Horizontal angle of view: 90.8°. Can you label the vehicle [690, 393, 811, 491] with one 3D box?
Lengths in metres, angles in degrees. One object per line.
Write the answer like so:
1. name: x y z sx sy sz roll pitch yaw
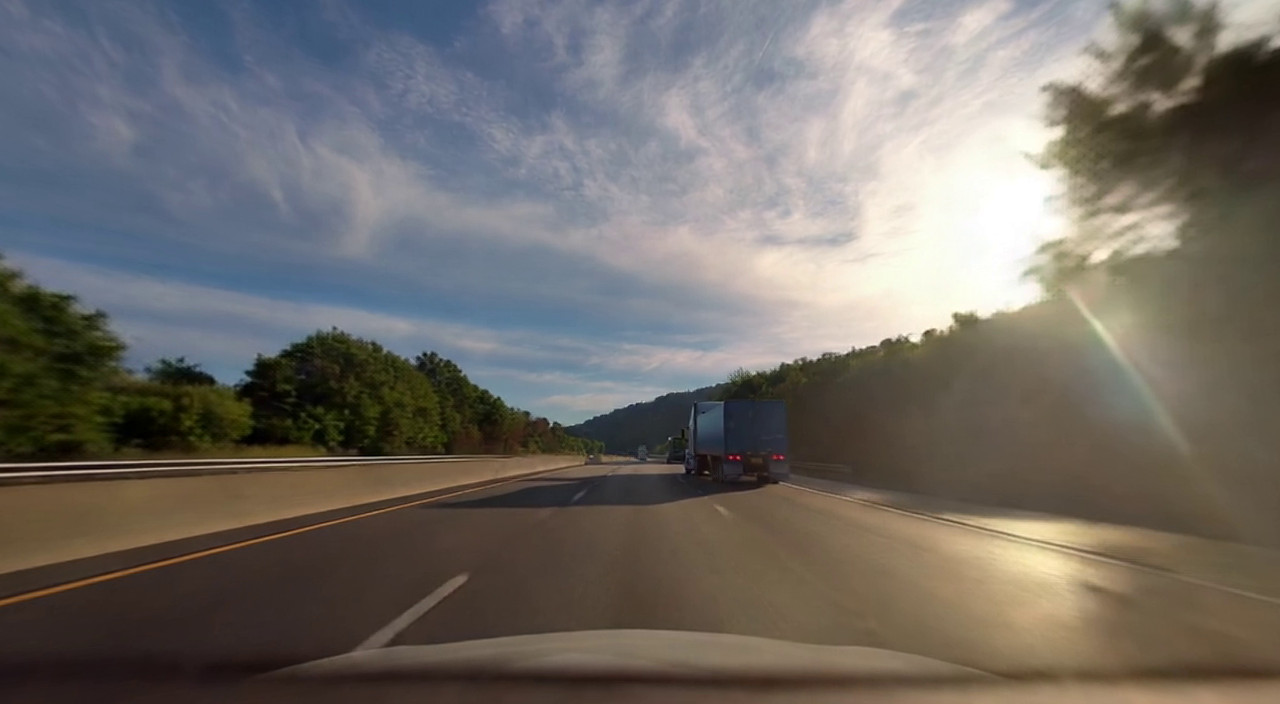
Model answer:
1. vehicle: 4.430 4.235 29.140 2.868 3.427 14.032 0 -9 -1
